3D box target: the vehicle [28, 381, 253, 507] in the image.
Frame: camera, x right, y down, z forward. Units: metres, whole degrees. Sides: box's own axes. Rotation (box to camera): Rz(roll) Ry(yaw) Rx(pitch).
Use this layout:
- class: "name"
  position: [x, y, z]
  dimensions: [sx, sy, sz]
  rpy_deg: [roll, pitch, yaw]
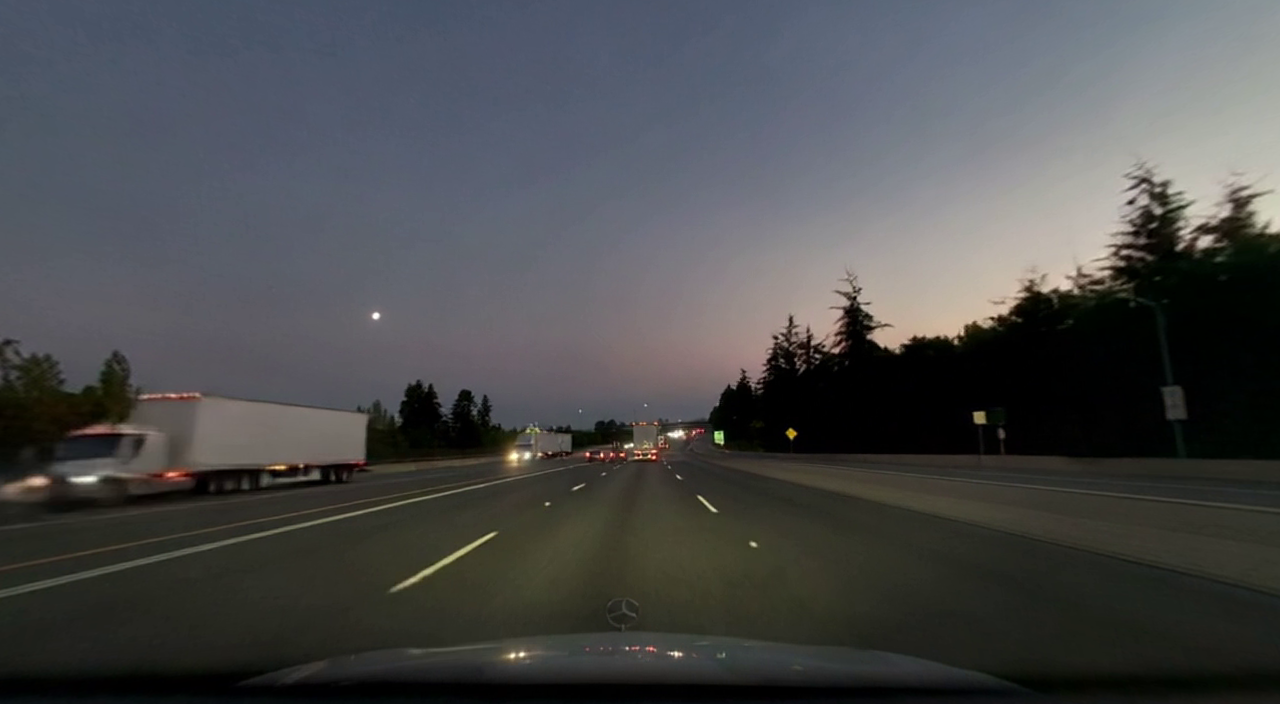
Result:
- class: "vehicle"
  position: [-17.532, 3.316, 22.817]
  dimensions: [3.007, 3.936, 5.906]
  rpy_deg: [0, -9, 0]
